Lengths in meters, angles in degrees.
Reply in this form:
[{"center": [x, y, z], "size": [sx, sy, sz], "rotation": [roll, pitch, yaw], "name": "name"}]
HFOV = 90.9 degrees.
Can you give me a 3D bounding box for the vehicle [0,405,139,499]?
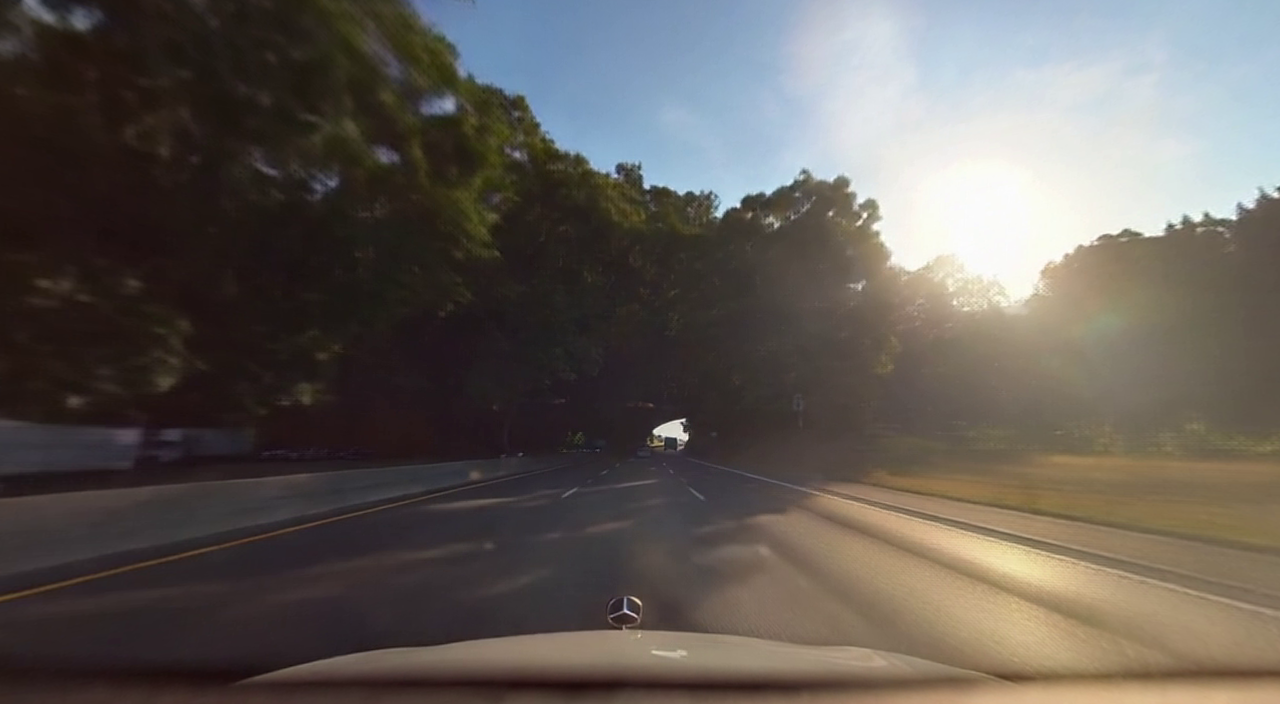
[{"center": [-19.790, 3.140, 19.765], "size": [2.460, 2.687, 6.728], "rotation": [0, -9, 0], "name": "vehicle"}]
